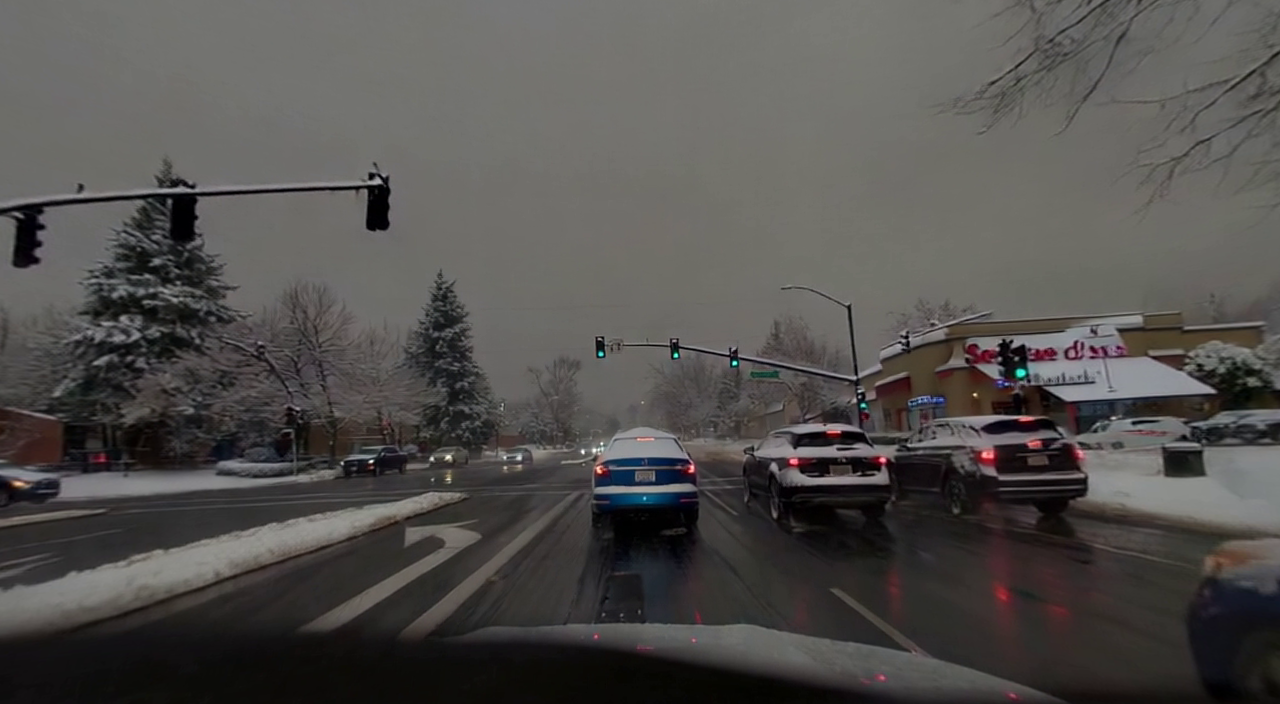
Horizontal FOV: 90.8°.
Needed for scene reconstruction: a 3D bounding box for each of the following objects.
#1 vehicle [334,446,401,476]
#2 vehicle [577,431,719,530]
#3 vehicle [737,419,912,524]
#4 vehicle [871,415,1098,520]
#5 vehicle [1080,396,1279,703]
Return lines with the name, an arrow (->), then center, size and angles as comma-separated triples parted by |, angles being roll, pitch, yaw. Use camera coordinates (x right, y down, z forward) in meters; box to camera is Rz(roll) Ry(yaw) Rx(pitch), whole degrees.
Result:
vehicle -> -18.636, 7.451, 43.568 | 2.324, 1.911, 5.610 | 0, -8, -3
vehicle -> 0.081, 2.246, 11.615 | 2.135, 1.468, 4.076 | 0, -8, -1
vehicle -> 3.271, 2.231, 12.355 | 1.973, 1.633, 4.717 | 0, -8, 0
vehicle -> 6.435, 2.213, 12.529 | 2.009, 1.700, 4.275 | 0, -8, -1
vehicle -> 3.542, 0.732, 1.310 | 1.889, 1.473, 4.643 | 0, -8, 0
